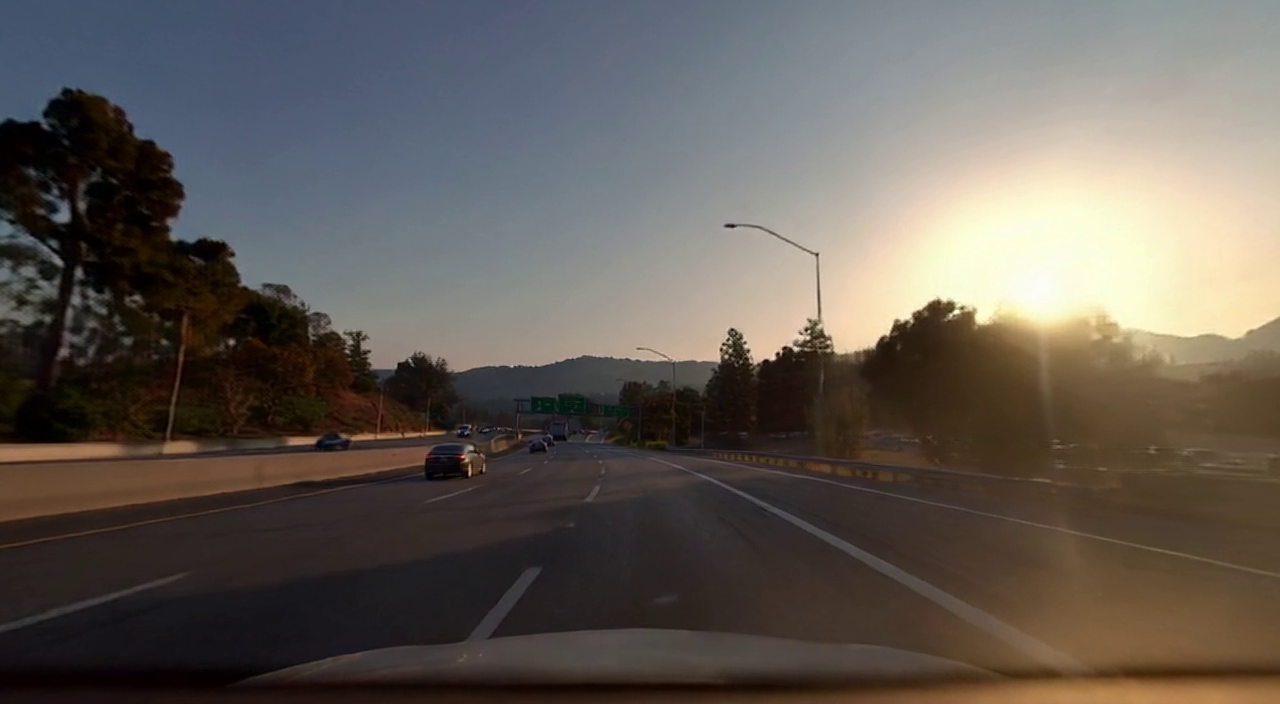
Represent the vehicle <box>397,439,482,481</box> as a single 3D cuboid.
[{"bbox_3d":[-7.719,4.179,24.767,2.025,1.494,4.495,0,-8,-2],"label":"vehicle"}]
